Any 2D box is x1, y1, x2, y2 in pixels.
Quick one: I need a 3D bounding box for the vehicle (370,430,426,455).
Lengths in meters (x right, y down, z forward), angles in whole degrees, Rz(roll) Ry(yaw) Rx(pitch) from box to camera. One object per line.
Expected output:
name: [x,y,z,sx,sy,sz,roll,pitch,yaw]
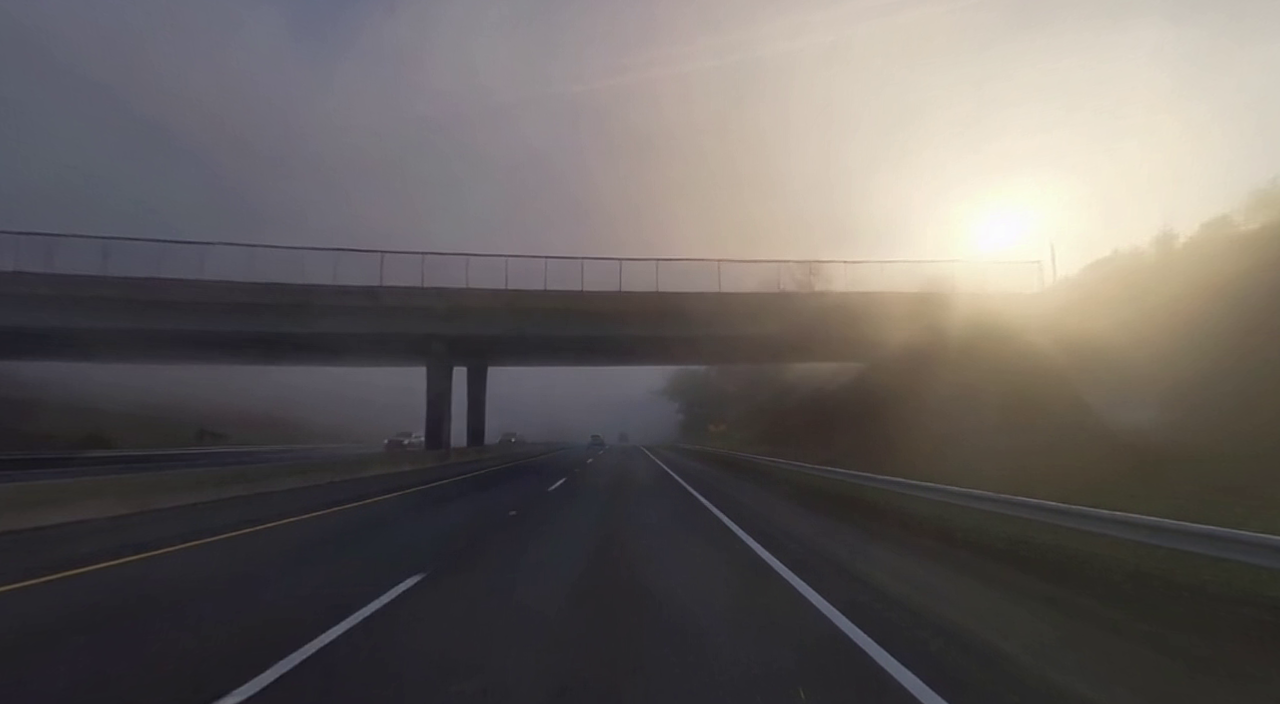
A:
vehicle: [-15.783,5.911,41.265,1.879,1.483,4.596,0,-8,0]
